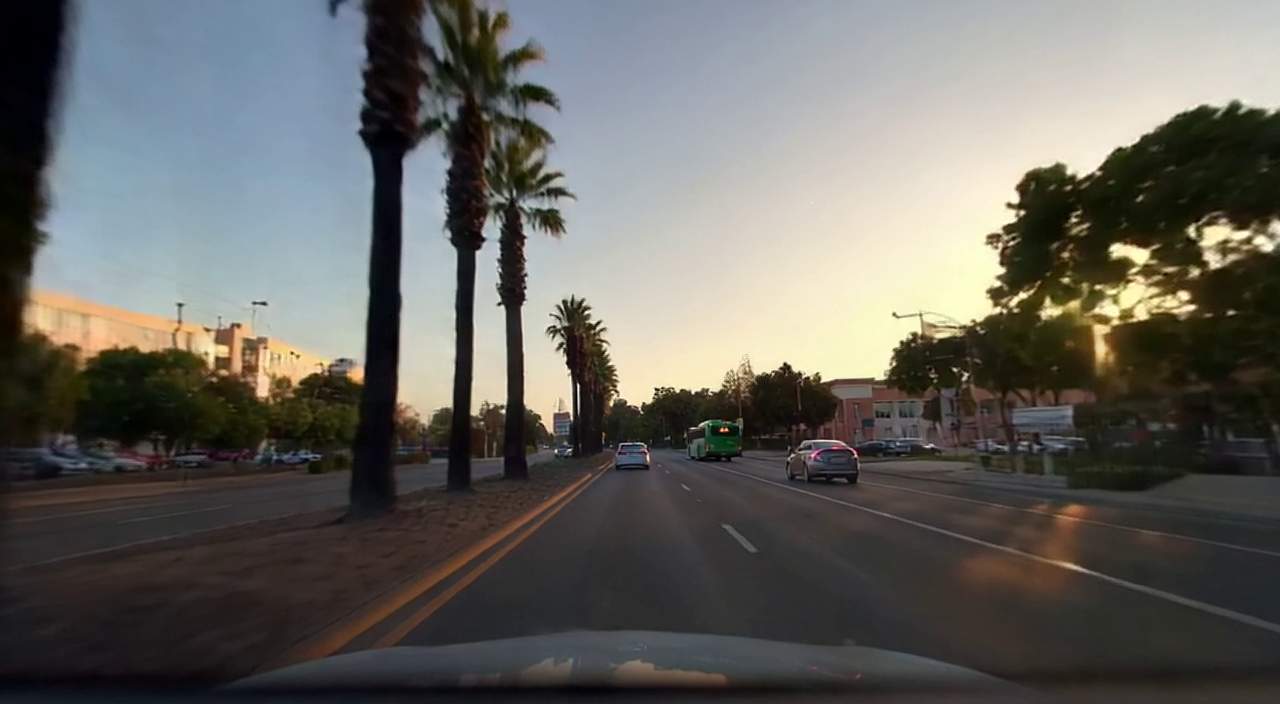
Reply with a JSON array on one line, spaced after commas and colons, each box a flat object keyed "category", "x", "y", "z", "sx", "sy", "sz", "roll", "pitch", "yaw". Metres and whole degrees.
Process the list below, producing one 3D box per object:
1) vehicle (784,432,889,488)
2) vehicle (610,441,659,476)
[{"category": "vehicle", "x": 6.319, "y": 3.534, "z": 20.898, "sx": 2.031, "sy": 1.670, "sz": 4.154, "roll": 0, "pitch": -9, "yaw": -1}, {"category": "vehicle", "x": -0.221, "y": 4.872, "z": 29.181, "sx": 2.065, "sy": 1.477, "sz": 4.306, "roll": 0, "pitch": -9, "yaw": 1}]
